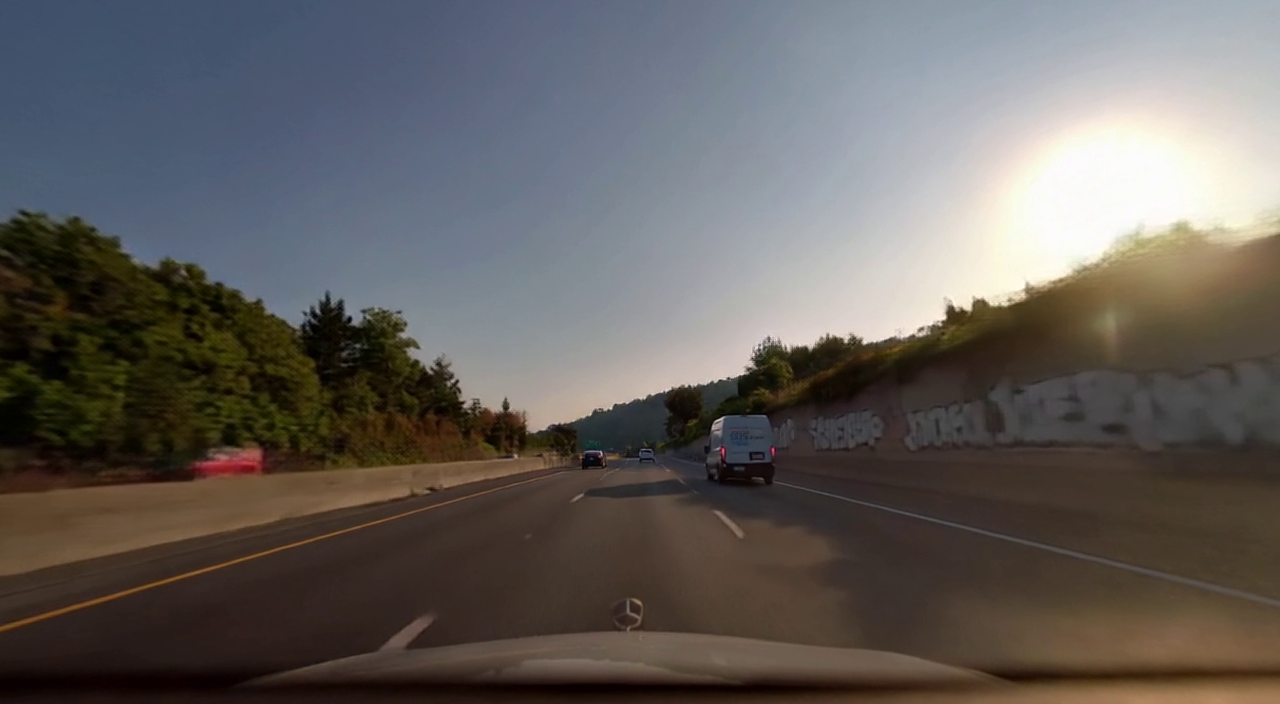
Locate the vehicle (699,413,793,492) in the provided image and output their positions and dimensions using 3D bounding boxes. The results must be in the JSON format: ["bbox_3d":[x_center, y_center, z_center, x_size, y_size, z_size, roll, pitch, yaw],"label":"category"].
[{"bbox_3d":[3.785,3.759,23.751,2.469,2.591,5.653,0,-9,-1],"label":"vehicle"}]

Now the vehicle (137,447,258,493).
[{"bbox_3d":[-18.926,5.022,27.258,1.973,1.798,4.338,0,-9,1],"label":"vehicle"}]

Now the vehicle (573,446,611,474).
[{"bbox_3d":[-2.927,6.693,39.260,1.964,1.618,4.489,0,-9,1],"label":"vehicle"}]
